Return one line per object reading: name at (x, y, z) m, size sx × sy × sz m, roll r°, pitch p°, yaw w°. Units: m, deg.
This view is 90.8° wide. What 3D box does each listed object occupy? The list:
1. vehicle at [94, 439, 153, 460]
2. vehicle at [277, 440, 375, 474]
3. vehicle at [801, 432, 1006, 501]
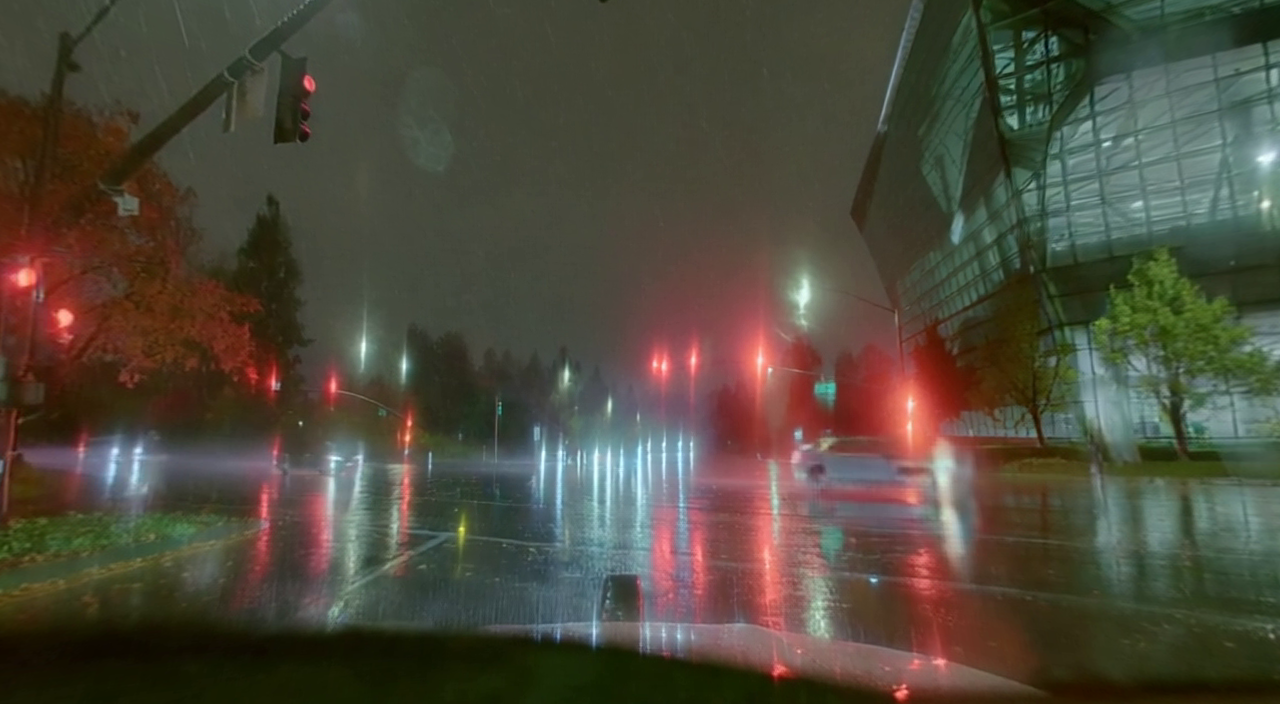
vehicle at (-39.931, 7.544, 48.843) m, size 4.110 × 1.511 × 1.883 m, roll -4°, pitch -10°, yaw 27°
vehicle at (-14.551, 4.811, 29.182) m, size 4.798 × 1.461 × 1.939 m, roll -6°, pitch -10°, yaw 35°
vehicle at (7.054, 3.036, 17.186) m, size 4.698 × 1.609 × 1.975 m, roll -7°, pitch -11°, yaw 37°
